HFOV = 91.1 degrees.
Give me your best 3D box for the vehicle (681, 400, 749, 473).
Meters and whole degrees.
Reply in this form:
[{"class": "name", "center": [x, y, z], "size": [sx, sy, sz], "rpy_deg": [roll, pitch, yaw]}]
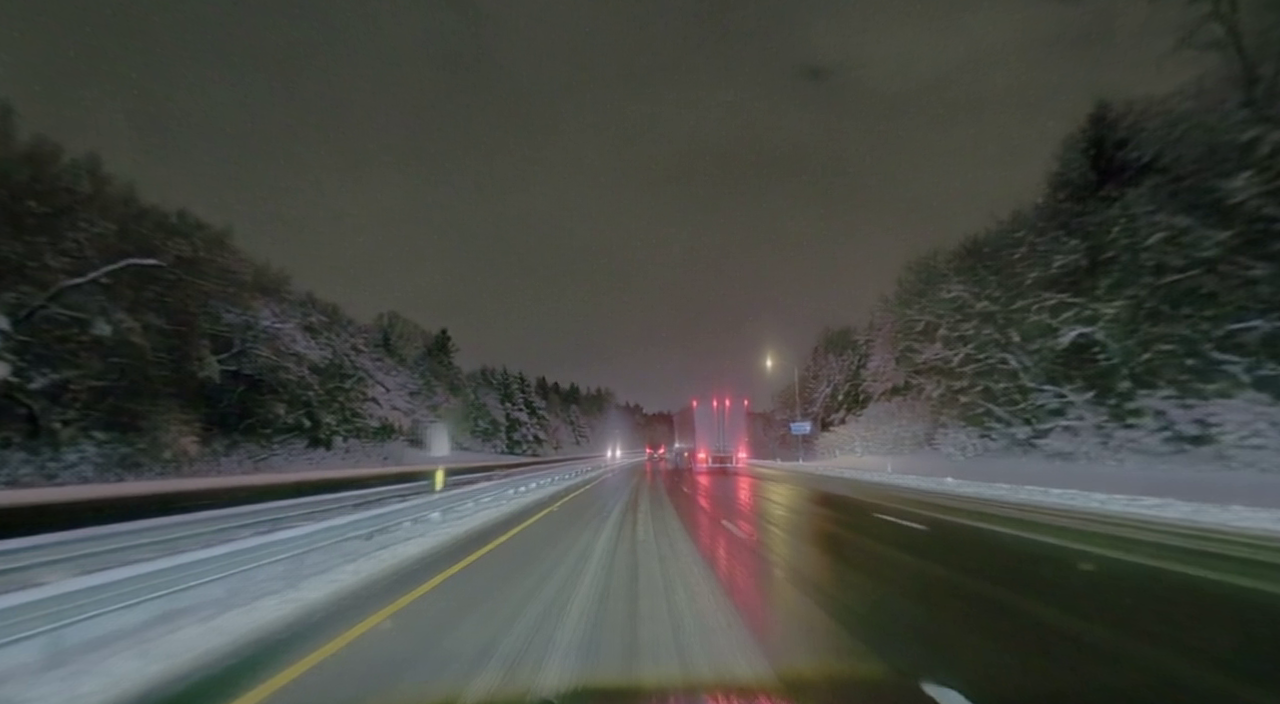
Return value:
[{"class": "vehicle", "center": [4.514, 5.602, 40.951], "size": [2.965, 4.028, 12.529], "rpy_deg": [0, -9, 0]}]
